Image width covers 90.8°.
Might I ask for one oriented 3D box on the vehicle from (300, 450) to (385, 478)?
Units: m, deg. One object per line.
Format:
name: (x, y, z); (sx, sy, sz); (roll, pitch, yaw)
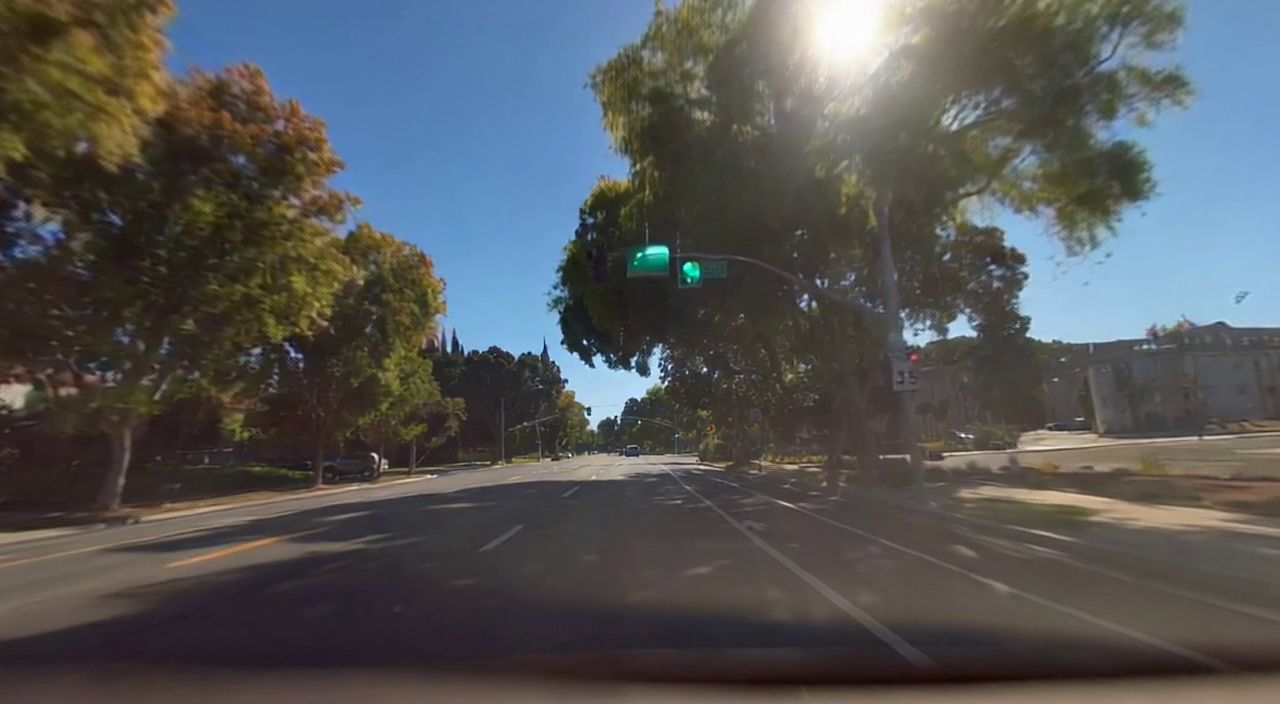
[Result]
vehicle: (-20.830, 7.843, 44.392); (4.849, 1.899, 2.063); (1, -9, -5)
